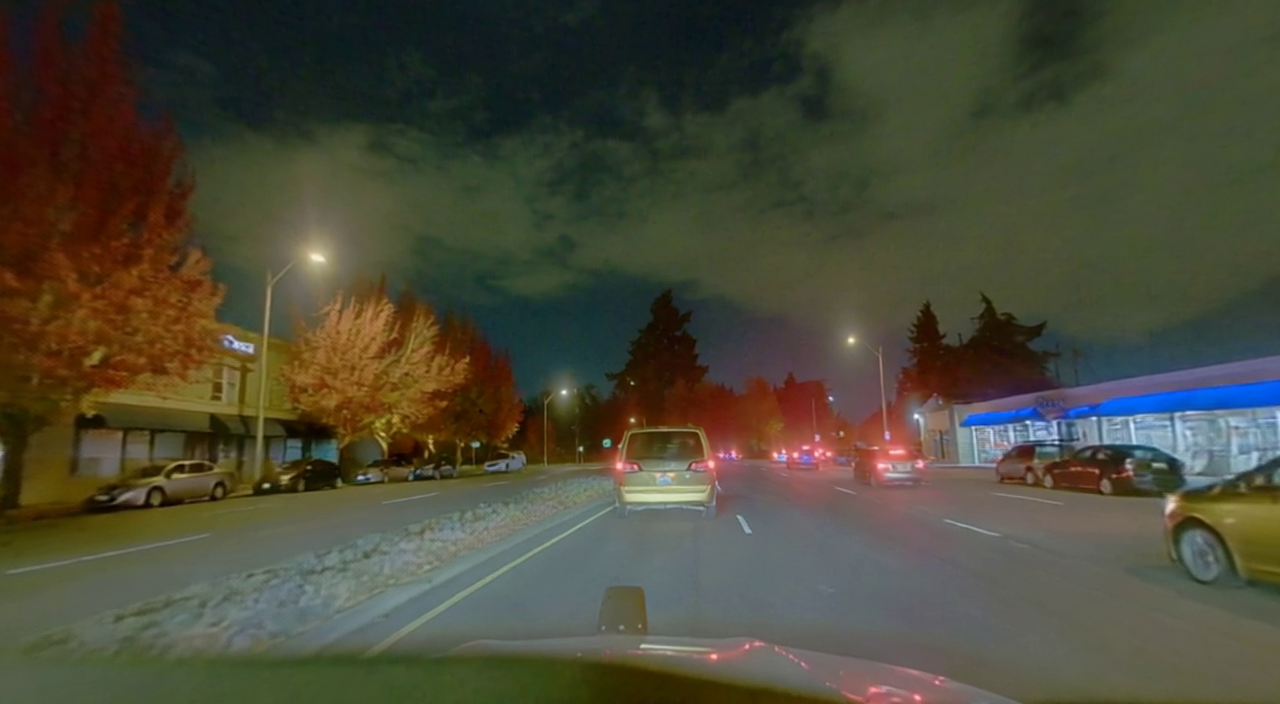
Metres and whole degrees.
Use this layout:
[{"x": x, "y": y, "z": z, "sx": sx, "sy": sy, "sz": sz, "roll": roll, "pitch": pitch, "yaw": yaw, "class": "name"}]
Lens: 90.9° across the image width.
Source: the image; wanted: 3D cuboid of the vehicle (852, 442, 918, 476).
[{"x": 13.255, "y": 5.796, "z": 34.441, "sx": 2.040, "sy": 1.738, "sz": 4.414, "roll": -1, "pitch": -8, "yaw": 4, "class": "vehicle"}]

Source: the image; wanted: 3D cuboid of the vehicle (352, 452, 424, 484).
[{"x": -13.436, "y": 6.179, "z": 33.888, "sx": 1.947, "sy": 1.558, "sz": 4.065, "roll": -1, "pitch": -8, "yaw": 4, "class": "vehicle"}]

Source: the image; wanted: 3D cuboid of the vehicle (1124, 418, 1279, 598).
[{"x": 6.404, "y": 1.247, "z": 4.776, "sx": 1.928, "sy": 1.529, "sz": 4.917, "roll": -1, "pitch": -8, "yaw": 5, "class": "vehicle"}]

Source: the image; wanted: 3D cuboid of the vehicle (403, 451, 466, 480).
[{"x": -12.746, "y": 7.026, "z": 39.464, "sx": 1.921, "sy": 1.621, "sz": 4.930, "roll": -1, "pitch": -8, "yaw": 5, "class": "vehicle"}]

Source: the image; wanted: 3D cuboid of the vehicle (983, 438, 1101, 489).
[{"x": 15.250, "y": 4.208, "z": 24.265, "sx": 1.938, "sy": 1.755, "sz": 4.415, "roll": -1, "pitch": -8, "yaw": 5, "class": "vehicle"}]

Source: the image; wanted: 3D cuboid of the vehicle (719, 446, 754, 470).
[{"x": 7.042, "y": 7.773, "z": 46.354, "sx": 2.249, "sy": 1.621, "sz": 3.978, "roll": -1, "pitch": -8, "yaw": 5, "class": "vehicle"}]

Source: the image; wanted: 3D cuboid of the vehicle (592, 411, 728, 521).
[{"x": 0.576, "y": 2.297, "z": 13.238, "sx": 2.344, "sy": 1.863, "sz": 4.665, "roll": -1, "pitch": -8, "yaw": 6, "class": "vehicle"}]

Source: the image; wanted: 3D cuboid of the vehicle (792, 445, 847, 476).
[{"x": 9.300, "y": 5.637, "z": 33.060, "sx": 1.886, "sy": 1.464, "sz": 4.290, "roll": -1, "pitch": -8, "yaw": 4, "class": "vehicle"}]

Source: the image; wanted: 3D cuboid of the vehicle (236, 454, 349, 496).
[{"x": -14.034, "y": 4.966, "z": 25.844, "sx": 1.877, "sy": 1.445, "sz": 4.436, "roll": -1, "pitch": -8, "yaw": 4, "class": "vehicle"}]

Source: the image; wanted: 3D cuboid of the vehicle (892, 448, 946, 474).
[{"x": 16.982, "y": 6.621, "z": 38.588, "sx": 1.916, "sy": 1.452, "sz": 3.811, "roll": 0, "pitch": -9, "yaw": 6, "class": "vehicle"}]

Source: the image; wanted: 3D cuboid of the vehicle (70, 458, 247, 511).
[{"x": -14.766, "y": 4.054, "z": 19.710, "sx": 1.797, "sy": 1.351, "sz": 4.300, "roll": -1, "pitch": -8, "yaw": 7, "class": "vehicle"}]
